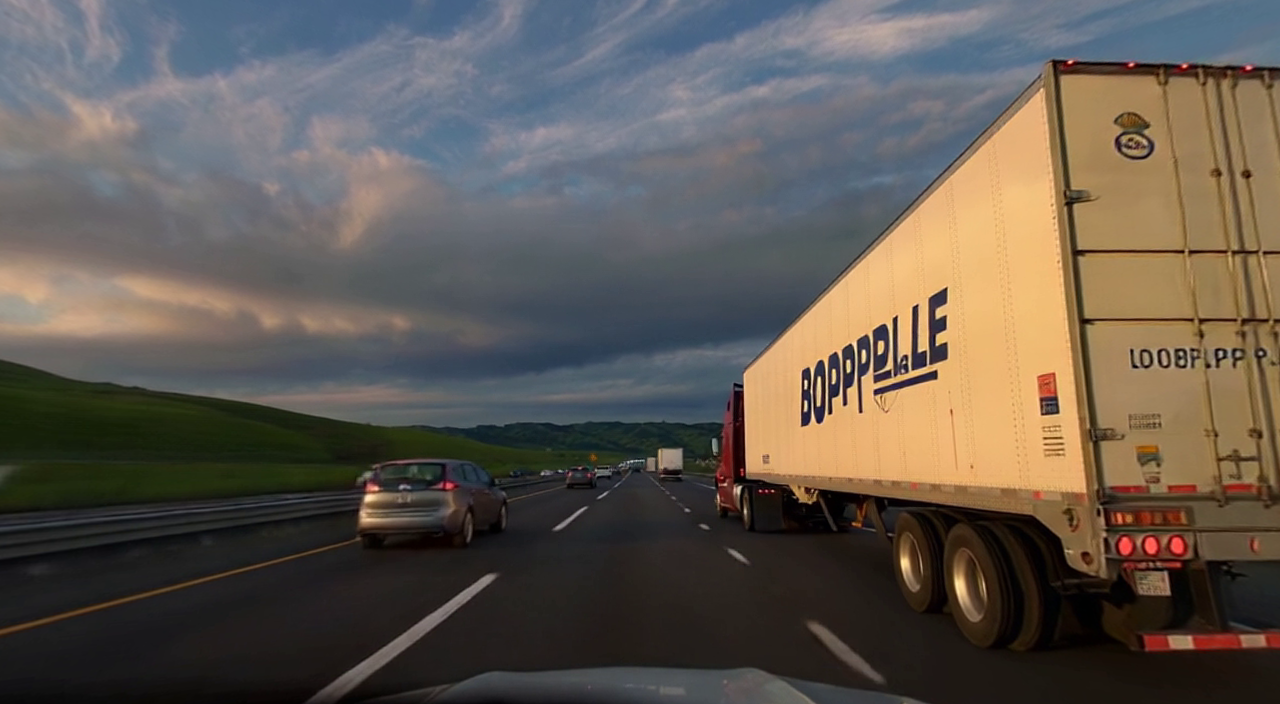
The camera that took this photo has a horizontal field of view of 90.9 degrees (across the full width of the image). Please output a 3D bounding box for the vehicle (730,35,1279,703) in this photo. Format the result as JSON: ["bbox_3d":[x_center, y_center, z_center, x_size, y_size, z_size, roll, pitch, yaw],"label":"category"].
[{"bbox_3d":[4.058,1.291,10.554,2.839,4.062,14.051,1,-11,-1],"label":"vehicle"}]

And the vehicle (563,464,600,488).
[{"bbox_3d":[-3.999,8.649,44.037,2.088,1.566,4.853,1,-11,0],"label":"vehicle"}]

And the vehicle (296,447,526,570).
[{"bbox_3d":[-3.275,2.372,10.128,2.021,1.505,4.286,1,-11,1],"label":"vehicle"}]
